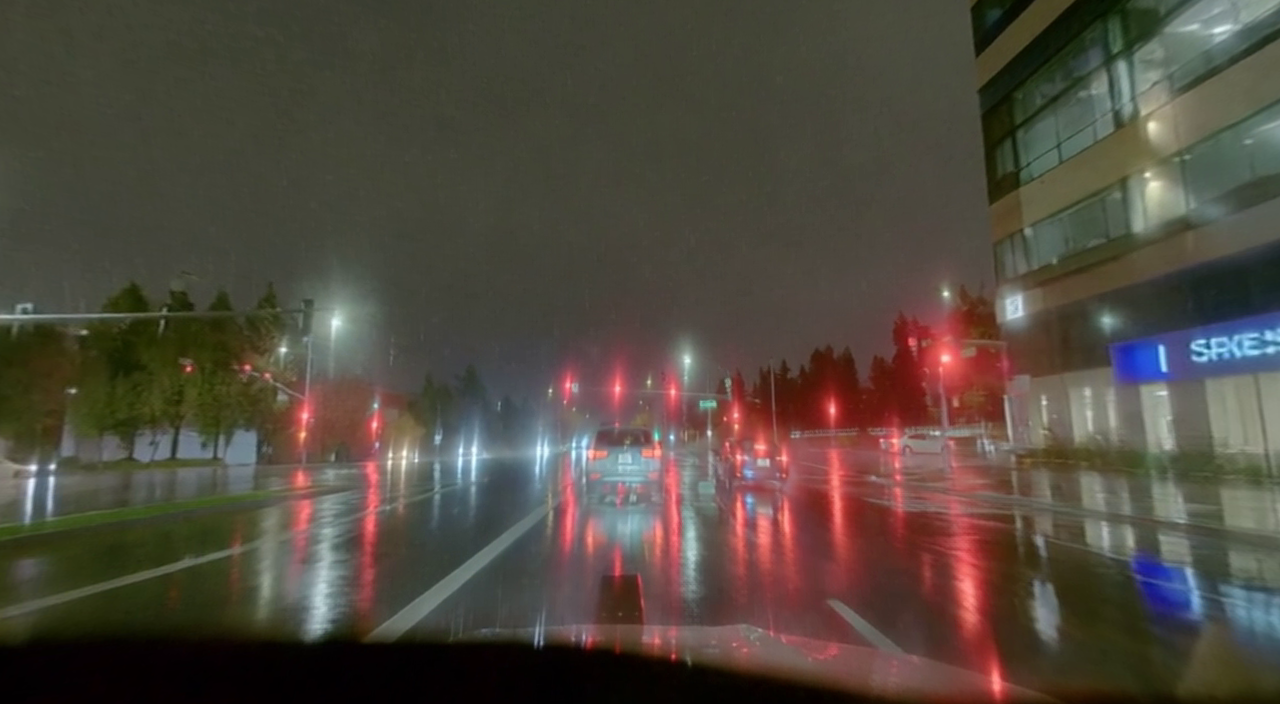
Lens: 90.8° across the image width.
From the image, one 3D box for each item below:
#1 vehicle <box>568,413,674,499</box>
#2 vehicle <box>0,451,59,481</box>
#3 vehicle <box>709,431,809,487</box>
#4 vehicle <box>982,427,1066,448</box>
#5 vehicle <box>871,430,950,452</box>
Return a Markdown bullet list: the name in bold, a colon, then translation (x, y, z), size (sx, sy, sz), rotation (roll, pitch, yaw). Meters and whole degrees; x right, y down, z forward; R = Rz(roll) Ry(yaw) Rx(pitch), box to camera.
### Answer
- **vehicle**: translation (-0.435, 2.606, 16.075), size (2.313, 1.860, 4.319), rotation (0, -9, -1)
- **vehicle**: translation (-39.694, 7.172, 39.549), size (4.610, 1.691, 2.034), rotation (-3, -8, -2)
- **vehicle**: translation (3.395, 3.177, 19.041), size (2.080, 1.472, 4.401), rotation (0, -9, -1)
- **vehicle**: translation (27.514, 6.136, 45.334), size (4.766, 1.462, 1.872), rotation (0, -9, 0)
- **vehicle**: translation (19.396, 6.382, 45.359), size (4.851, 1.517, 1.720), rotation (0, -9, -3)
